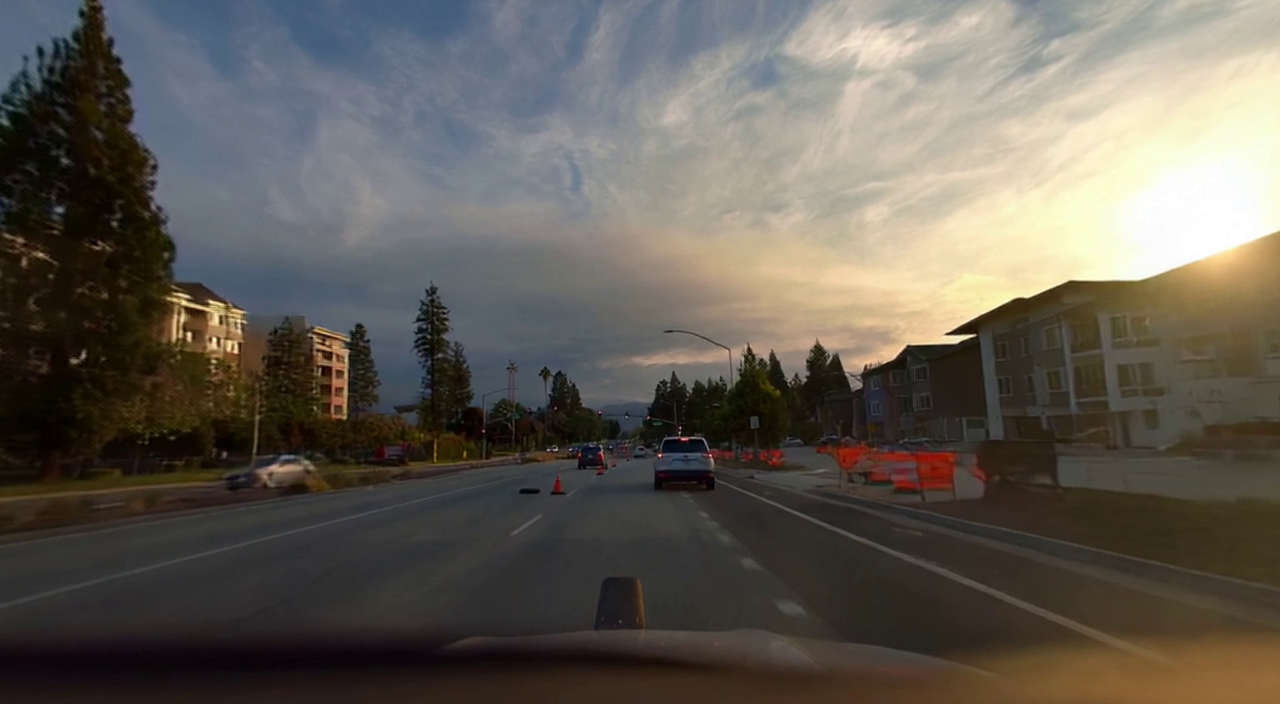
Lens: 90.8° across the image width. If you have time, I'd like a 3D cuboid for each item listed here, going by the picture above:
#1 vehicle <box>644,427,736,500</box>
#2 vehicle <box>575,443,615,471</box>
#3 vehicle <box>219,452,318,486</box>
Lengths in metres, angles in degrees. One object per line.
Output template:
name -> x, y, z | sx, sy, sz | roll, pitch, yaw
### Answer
vehicle -> 1.269, 3.142, 18.167 | 2.197, 1.835, 4.316 | 0, -8, -1
vehicle -> -2.793, 6.585, 39.889 | 2.121, 1.654, 3.993 | 0, -8, 1
vehicle -> -18.001, 5.661, 30.917 | 1.883, 1.494, 4.795 | 0, -8, 1
